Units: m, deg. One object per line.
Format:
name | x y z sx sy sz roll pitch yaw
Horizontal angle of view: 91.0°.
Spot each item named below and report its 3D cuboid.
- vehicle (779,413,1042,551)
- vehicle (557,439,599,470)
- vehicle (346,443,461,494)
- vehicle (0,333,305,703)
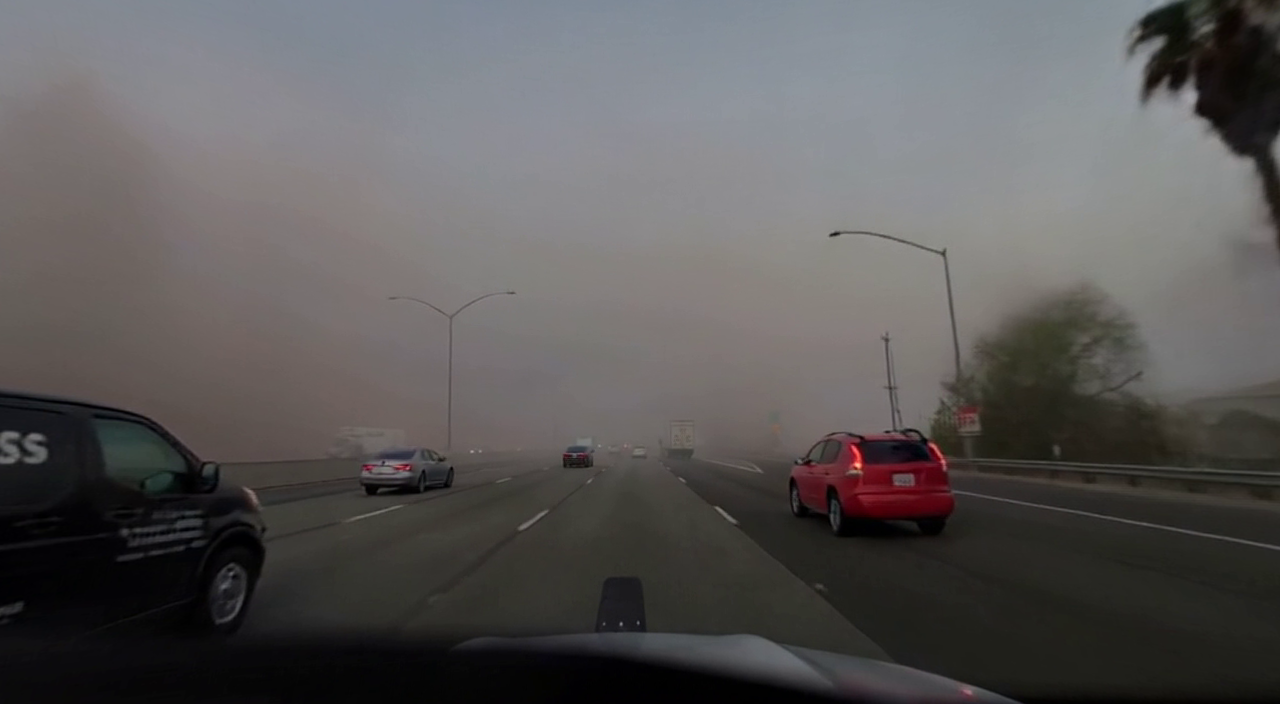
vehicle | 3.800 1.927 9.981 2.124 1.674 4.494 0 -9 0
vehicle | -3.558 5.961 36.786 2.017 1.683 4.094 0 -9 0
vehicle | -7.587 3.765 20.737 2.050 1.487 4.372 0 -9 1
vehicle | -4.082 0.832 2.809 2.215 1.859 5.375 0 -9 0
